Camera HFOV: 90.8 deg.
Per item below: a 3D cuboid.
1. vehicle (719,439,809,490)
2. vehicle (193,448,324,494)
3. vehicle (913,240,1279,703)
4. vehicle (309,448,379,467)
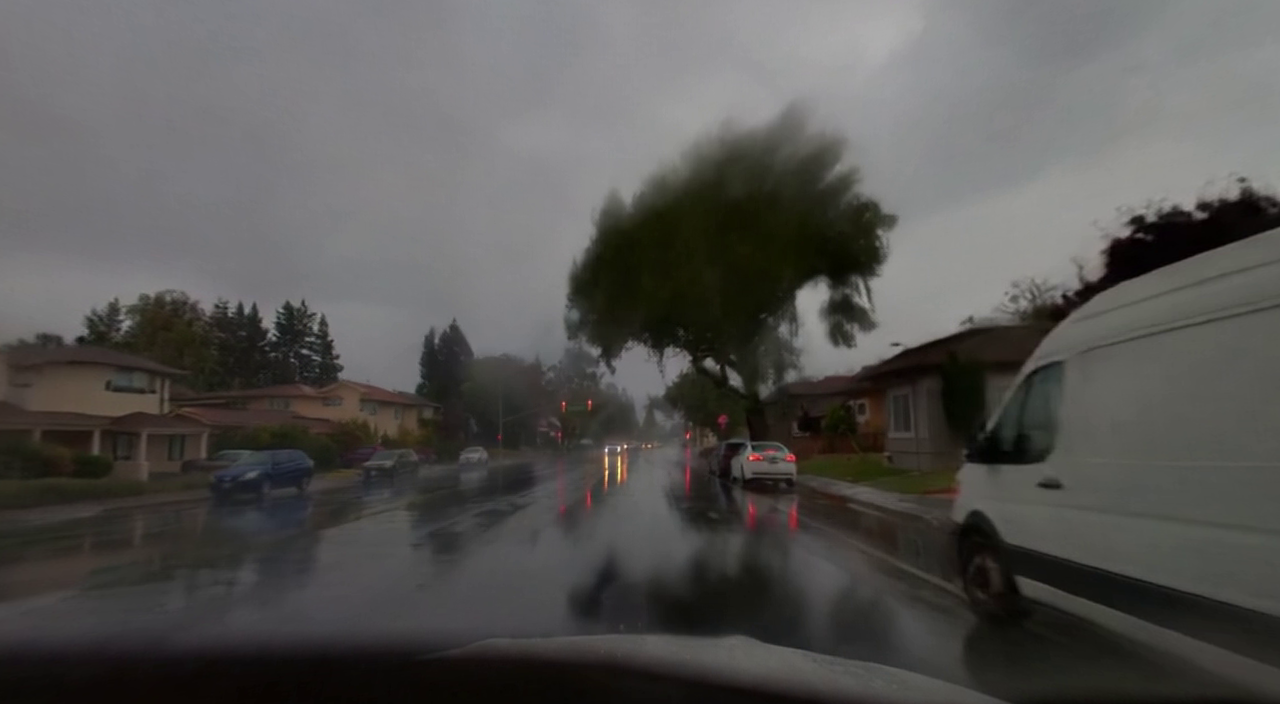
[{"bbox_3d":[3.908,3.639,20.740,1.956,1.468,4.524,0,-9,-1],"label":"vehicle"},{"bbox_3d":[-14.149,4.398,23.851,1.923,1.535,4.862,0,-8,0],"label":"vehicle"},{"bbox_3d":[3.857,0.730,3.164,2.521,2.168,5.478,0,-9,0],"label":"vehicle"},{"bbox_3d":[-22.251,7.943,47.592,4.397,1.423,1.789,-1,-9,2],"label":"vehicle"}]
